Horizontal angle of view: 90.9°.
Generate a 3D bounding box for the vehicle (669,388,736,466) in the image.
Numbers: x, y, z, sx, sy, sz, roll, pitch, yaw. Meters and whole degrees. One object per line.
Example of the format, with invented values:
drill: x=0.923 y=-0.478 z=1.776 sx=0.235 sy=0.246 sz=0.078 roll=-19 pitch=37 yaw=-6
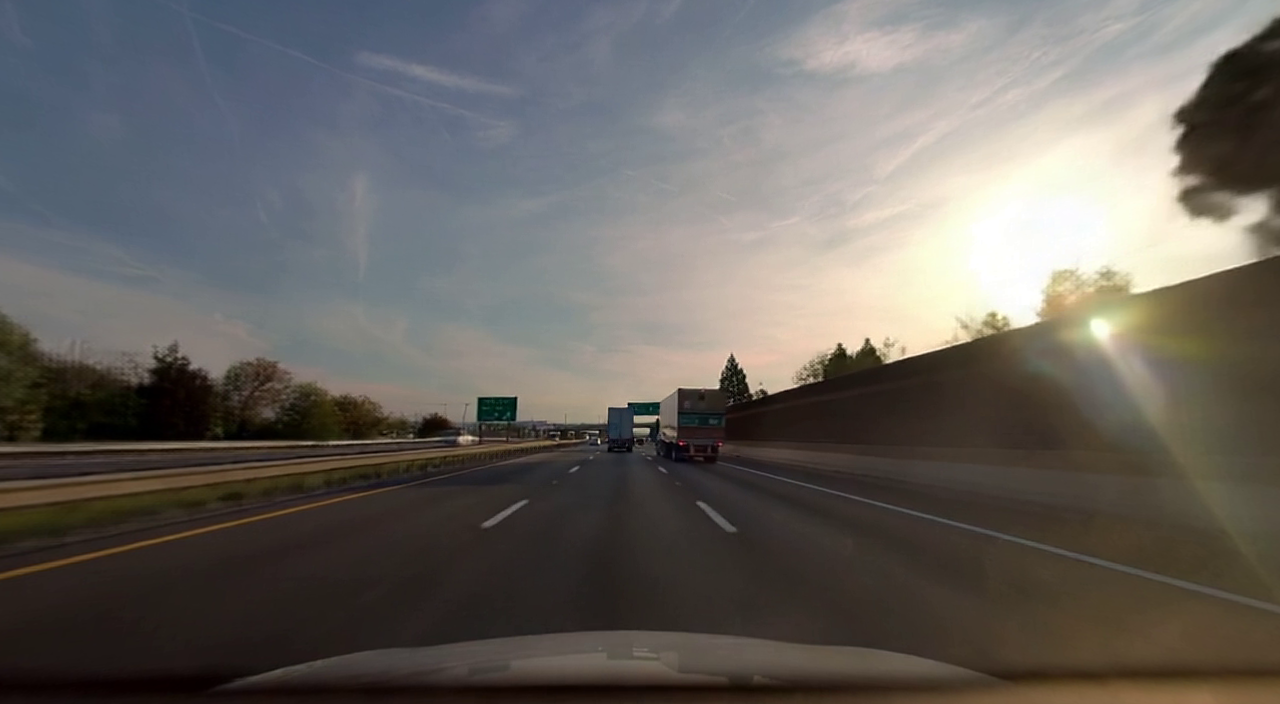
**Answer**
vehicle: x=3.433 y=4.462 z=37.000 sx=2.873 sy=3.998 sz=8.286 roll=0 pitch=-8 yaw=-2
